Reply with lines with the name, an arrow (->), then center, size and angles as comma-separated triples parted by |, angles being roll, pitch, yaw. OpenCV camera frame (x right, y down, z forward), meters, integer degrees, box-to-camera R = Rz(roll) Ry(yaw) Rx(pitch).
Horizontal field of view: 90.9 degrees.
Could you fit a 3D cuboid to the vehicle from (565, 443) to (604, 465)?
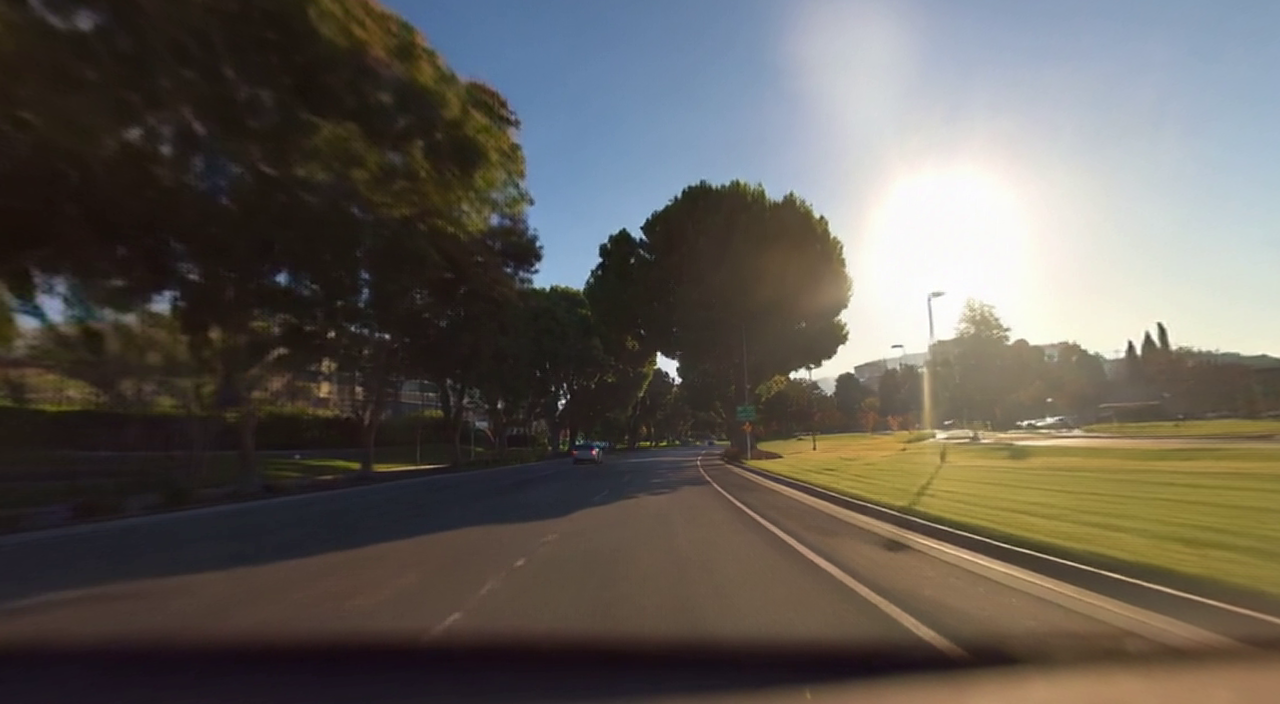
vehicle -> -3.908, 7.285, 45.156 | 1.945, 1.461, 4.605 | -1, -8, 6
